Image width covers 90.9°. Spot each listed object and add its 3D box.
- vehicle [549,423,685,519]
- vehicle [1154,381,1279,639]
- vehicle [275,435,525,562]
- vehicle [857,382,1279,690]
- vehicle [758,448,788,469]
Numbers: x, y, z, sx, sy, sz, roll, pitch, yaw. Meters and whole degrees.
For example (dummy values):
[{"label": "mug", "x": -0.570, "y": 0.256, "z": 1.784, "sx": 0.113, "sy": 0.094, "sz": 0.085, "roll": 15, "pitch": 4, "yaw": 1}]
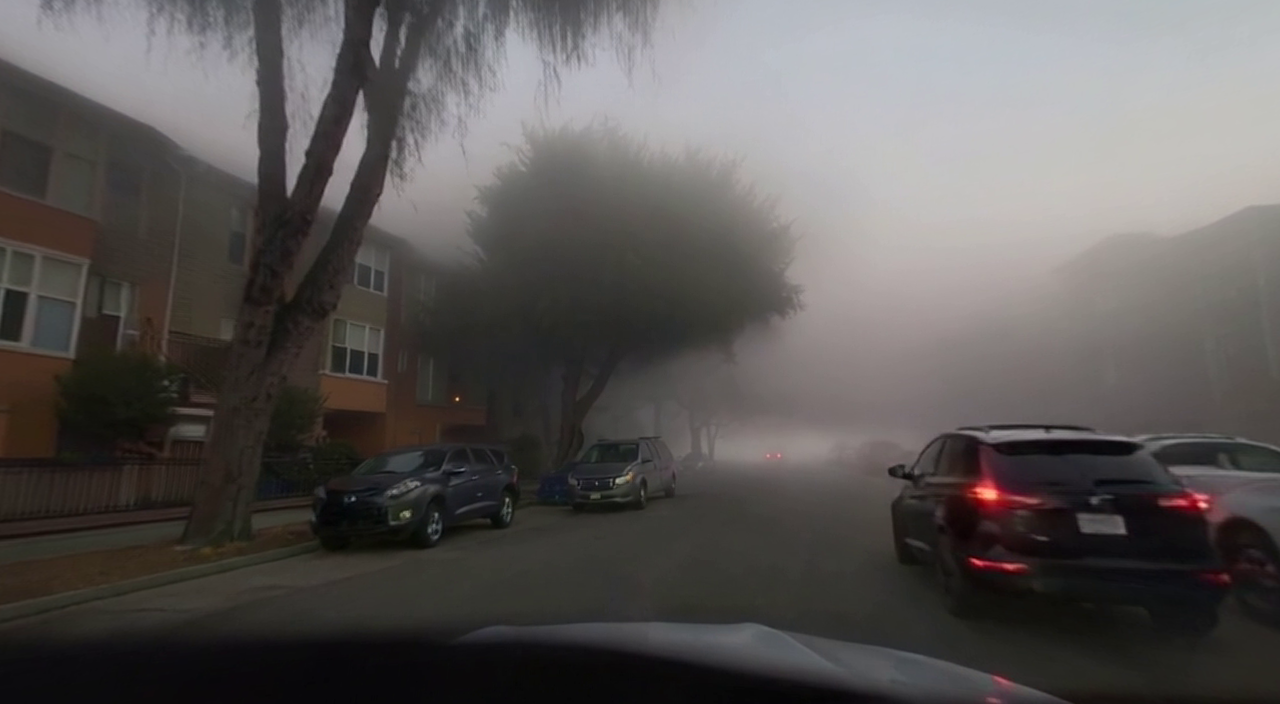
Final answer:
[{"label": "vehicle", "x": -0.371, "y": 2.979, "z": 16.350, "sx": 2.197, "sy": 2.047, "sz": 4.985, "roll": -3, "pitch": -9, "yaw": 14}, {"label": "vehicle", "x": 5.255, "y": 0.896, "z": 2.966, "sx": 2.082, "sy": 1.799, "sz": 5.207, "roll": -2, "pitch": -9, "yaw": 11}, {"label": "vehicle", "x": -3.933, "y": 2.456, "z": 11.428, "sx": 2.002, "sy": 1.774, "sz": 4.568, "roll": -2, "pitch": -9, "yaw": 12}, {"label": "vehicle", "x": 3.541, "y": 1.429, "z": 6.273, "sx": 2.055, "sy": 1.717, "sz": 5.172, "roll": -2, "pitch": -9, "yaw": 13}, {"label": "vehicle", "x": 10.068, "y": 8.018, "z": 47.568, "sx": 1.971, "sy": 1.476, "sz": 4.593, "roll": -3, "pitch": -9, "yaw": 14}]
